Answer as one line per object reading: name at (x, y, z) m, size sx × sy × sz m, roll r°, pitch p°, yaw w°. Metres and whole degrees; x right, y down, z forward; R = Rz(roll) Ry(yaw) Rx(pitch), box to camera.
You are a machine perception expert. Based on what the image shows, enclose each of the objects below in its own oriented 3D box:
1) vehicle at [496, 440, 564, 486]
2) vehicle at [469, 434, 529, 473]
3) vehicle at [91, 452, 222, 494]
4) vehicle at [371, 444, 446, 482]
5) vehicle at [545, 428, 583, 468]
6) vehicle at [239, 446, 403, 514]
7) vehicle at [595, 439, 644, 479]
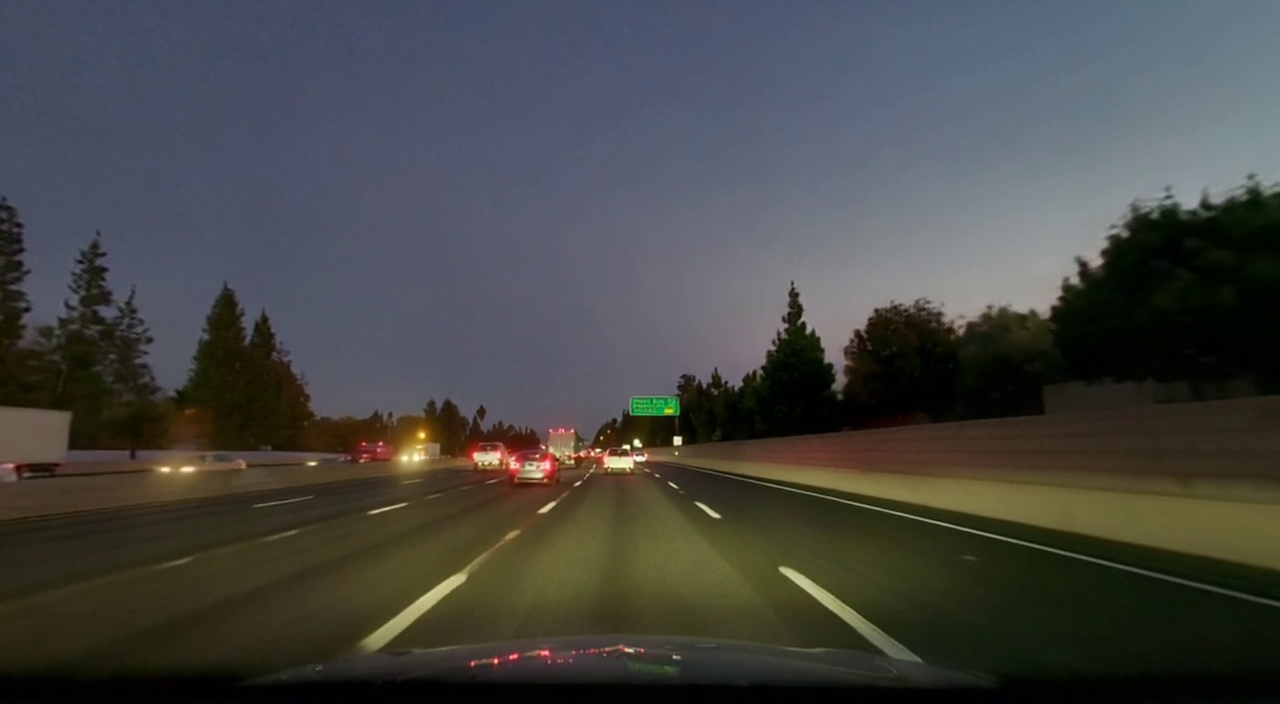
vehicle at (-4.270, 4.370, 25.227) m, size 2.005 × 1.631 × 4.295 m, roll 0°, pitch -8°, yaw -1°
vehicle at (-9.217, 6.694, 41.890) m, size 2.773 × 2.402 × 6.232 m, roll 0°, pitch -8°, yaw -2°
vehicle at (-19.823, 4.934, 26.169) m, size 1.903 × 1.506 × 4.545 m, roll 0°, pitch -8°, yaw -2°
vehicle at (-11.981, 5.722, 33.079) m, size 2.079 × 1.807 × 5.187 m, roll 0°, pitch -8°, yaw -2°
vehicle at (-5.438, 6.947, 45.827) m, size 2.279 × 2.672 × 5.256 m, roll 0°, pitch -8°, yaw -2°
vehicle at (-7.908, 3.175, 16.213) m, size 1.896 × 1.465 × 4.399 m, roll 0°, pitch -8°, yaw 0°
vehicle at (-0.941, 4.820, 28.719) m, size 2.092 × 1.671 × 3.772 m, roll 0°, pitch -8°, yaw -2°
